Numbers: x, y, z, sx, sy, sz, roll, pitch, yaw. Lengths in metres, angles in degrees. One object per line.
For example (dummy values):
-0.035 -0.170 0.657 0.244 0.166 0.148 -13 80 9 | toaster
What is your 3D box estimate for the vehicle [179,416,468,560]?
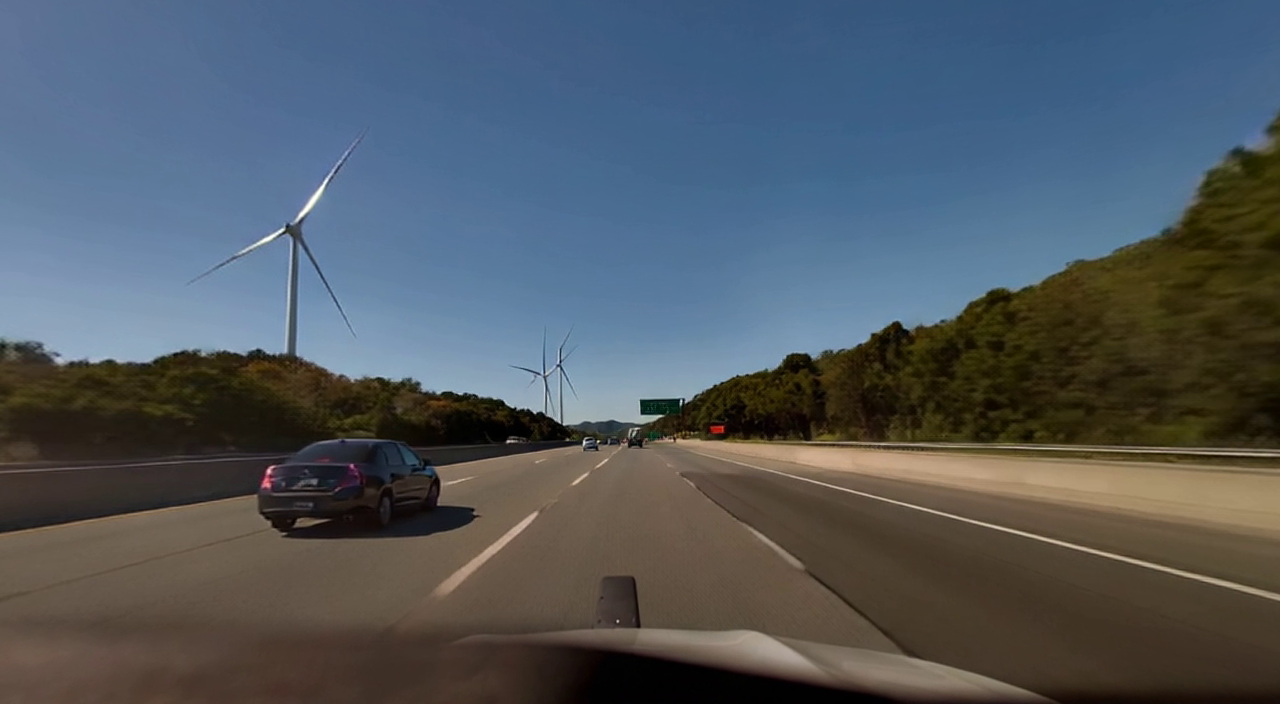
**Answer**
-3.915 1.722 8.734 1.950 1.511 3.965 0 -8 -1 | vehicle
